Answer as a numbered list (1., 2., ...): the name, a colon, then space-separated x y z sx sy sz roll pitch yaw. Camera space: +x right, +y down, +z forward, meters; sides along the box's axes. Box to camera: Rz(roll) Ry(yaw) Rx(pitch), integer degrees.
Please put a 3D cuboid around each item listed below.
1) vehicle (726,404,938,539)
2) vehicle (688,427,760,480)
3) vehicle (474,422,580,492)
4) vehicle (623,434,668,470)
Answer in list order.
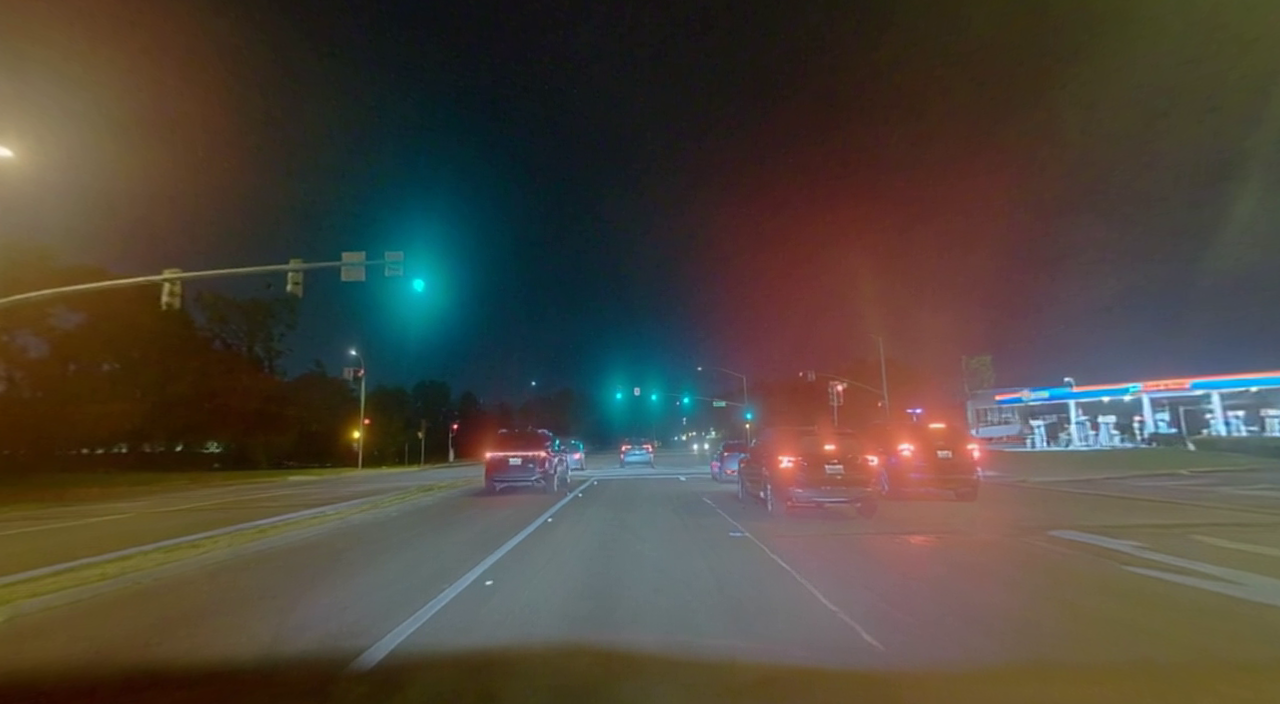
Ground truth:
1. vehicle: 2.912 1.953 10.915 2.140 1.800 4.660 0 -8 0
2. vehicle: 3.024 3.790 23.821 1.955 1.797 4.480 0 -8 -2
3. vehicle: -3.184 3.085 18.838 2.261 1.820 4.255 0 -8 2
4. vehicle: 0.196 5.048 31.960 2.131 1.665 3.926 0 -8 -1
